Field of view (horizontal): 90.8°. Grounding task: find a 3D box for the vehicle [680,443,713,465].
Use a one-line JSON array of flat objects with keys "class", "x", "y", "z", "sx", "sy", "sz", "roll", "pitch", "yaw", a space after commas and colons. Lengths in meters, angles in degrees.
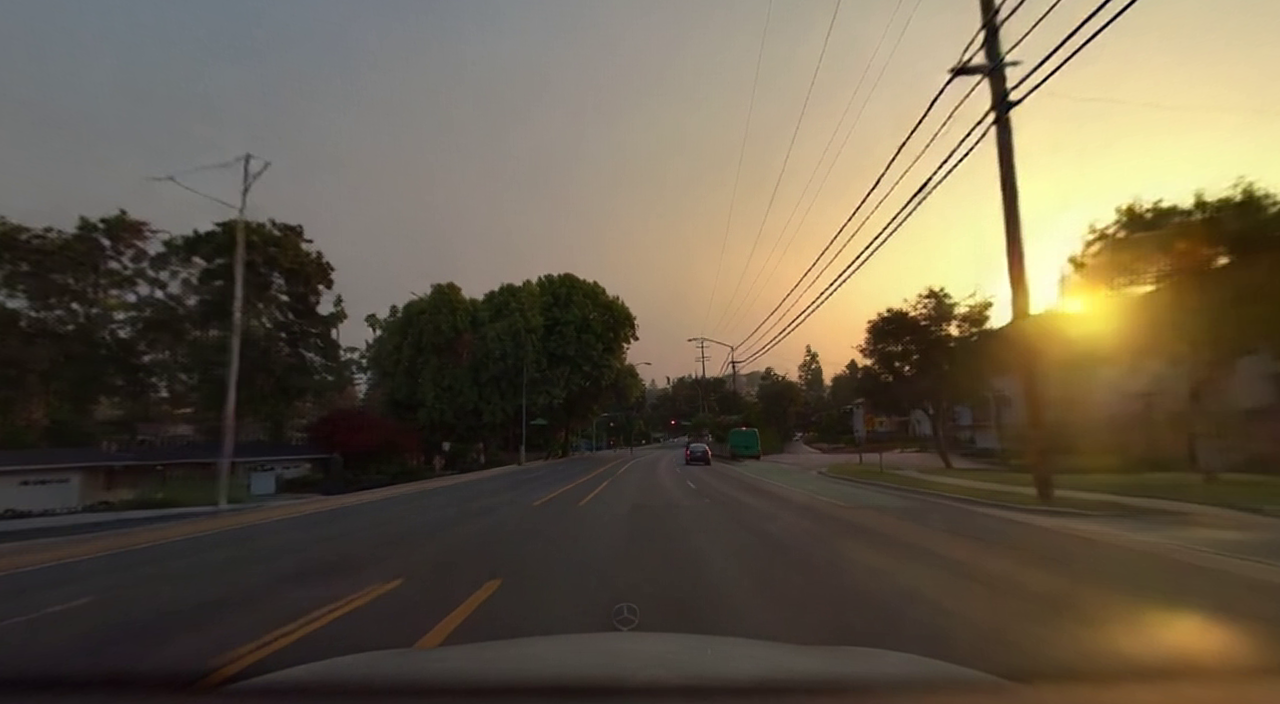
[{"class": "vehicle", "x": 3.928, "y": 7.217, "z": 44.681, "sx": 2.015, "sy": 1.467, "sz": 4.117, "roll": 0, "pitch": -9, "yaw": 0}]
